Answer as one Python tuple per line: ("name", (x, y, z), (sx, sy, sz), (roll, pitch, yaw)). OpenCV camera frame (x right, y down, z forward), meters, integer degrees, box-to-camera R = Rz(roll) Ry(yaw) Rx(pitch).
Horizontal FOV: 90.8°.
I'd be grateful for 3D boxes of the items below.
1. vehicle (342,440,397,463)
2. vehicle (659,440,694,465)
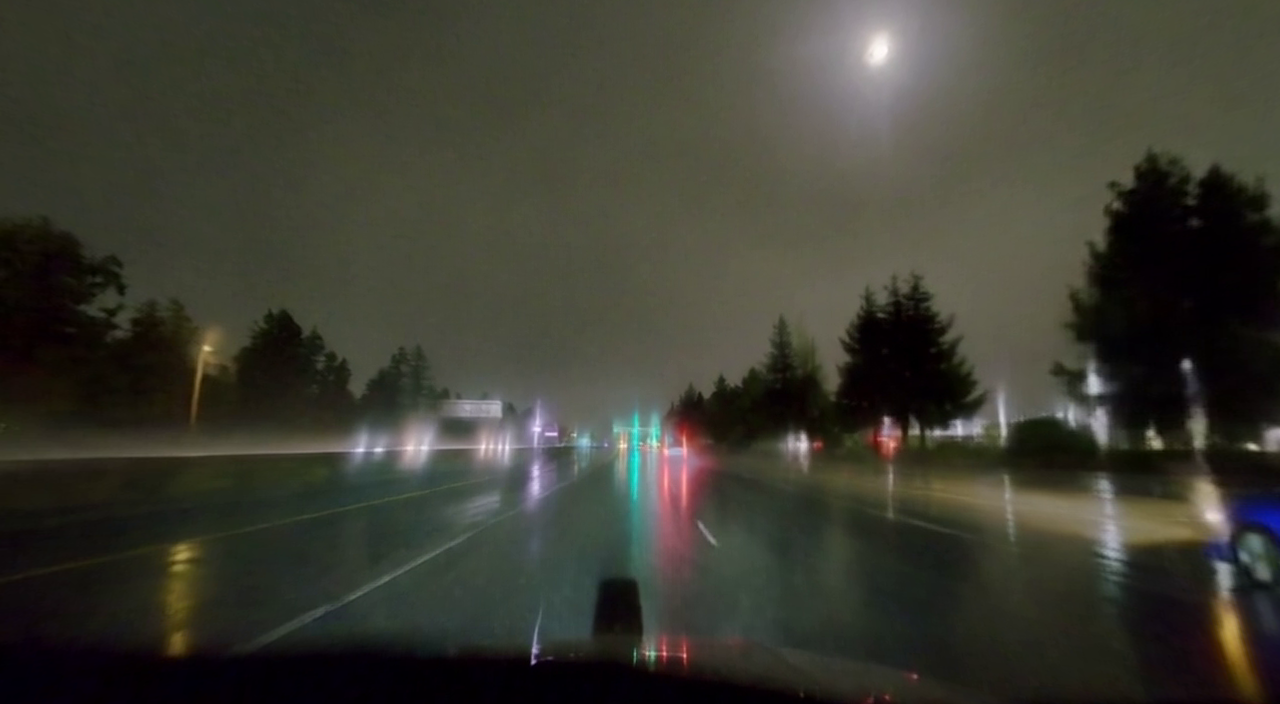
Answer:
("vehicle", (-18.160, 6.701, 42.625), (1.887, 1.491, 4.016), (0, -9, 0))
("vehicle", (2.515, 7.095, 44.801), (2.127, 1.692, 4.382), (0, -9, -1))
